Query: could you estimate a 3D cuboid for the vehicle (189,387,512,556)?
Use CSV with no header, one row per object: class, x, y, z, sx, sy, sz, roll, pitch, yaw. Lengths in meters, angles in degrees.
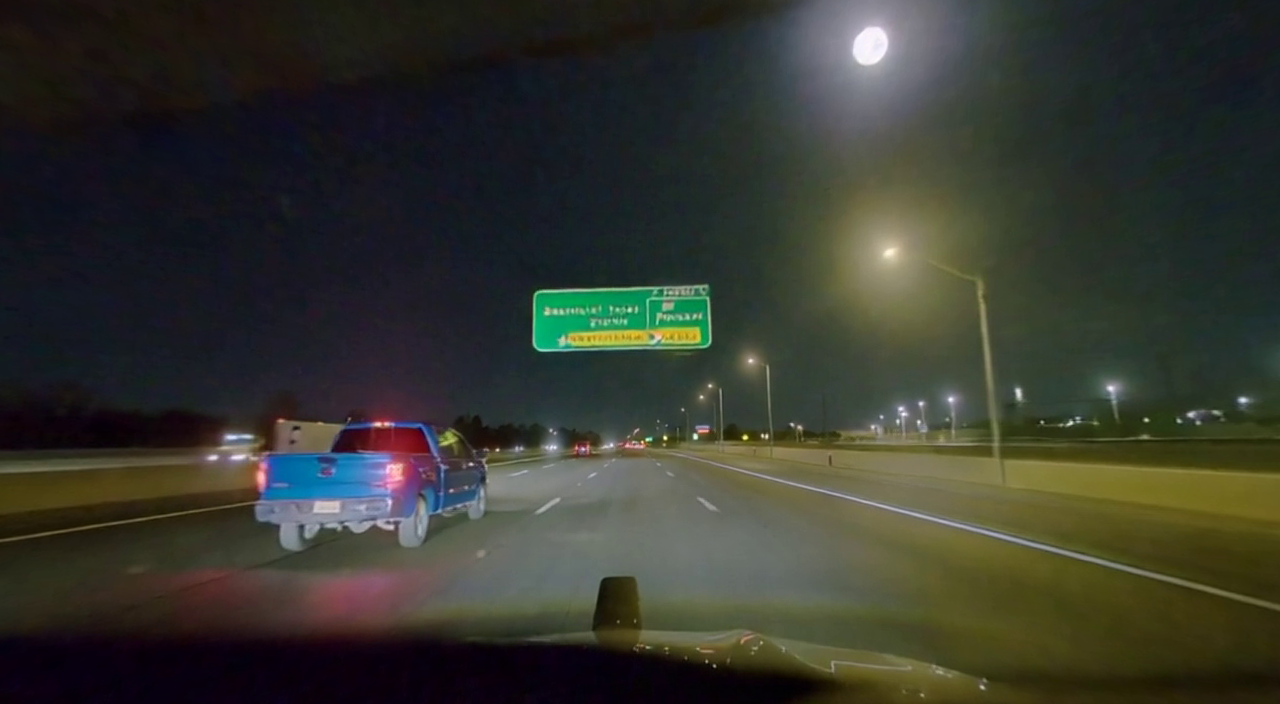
vehicle,-4.067,1.845,10.569,2.529,2.003,5.904,0,-8,1
